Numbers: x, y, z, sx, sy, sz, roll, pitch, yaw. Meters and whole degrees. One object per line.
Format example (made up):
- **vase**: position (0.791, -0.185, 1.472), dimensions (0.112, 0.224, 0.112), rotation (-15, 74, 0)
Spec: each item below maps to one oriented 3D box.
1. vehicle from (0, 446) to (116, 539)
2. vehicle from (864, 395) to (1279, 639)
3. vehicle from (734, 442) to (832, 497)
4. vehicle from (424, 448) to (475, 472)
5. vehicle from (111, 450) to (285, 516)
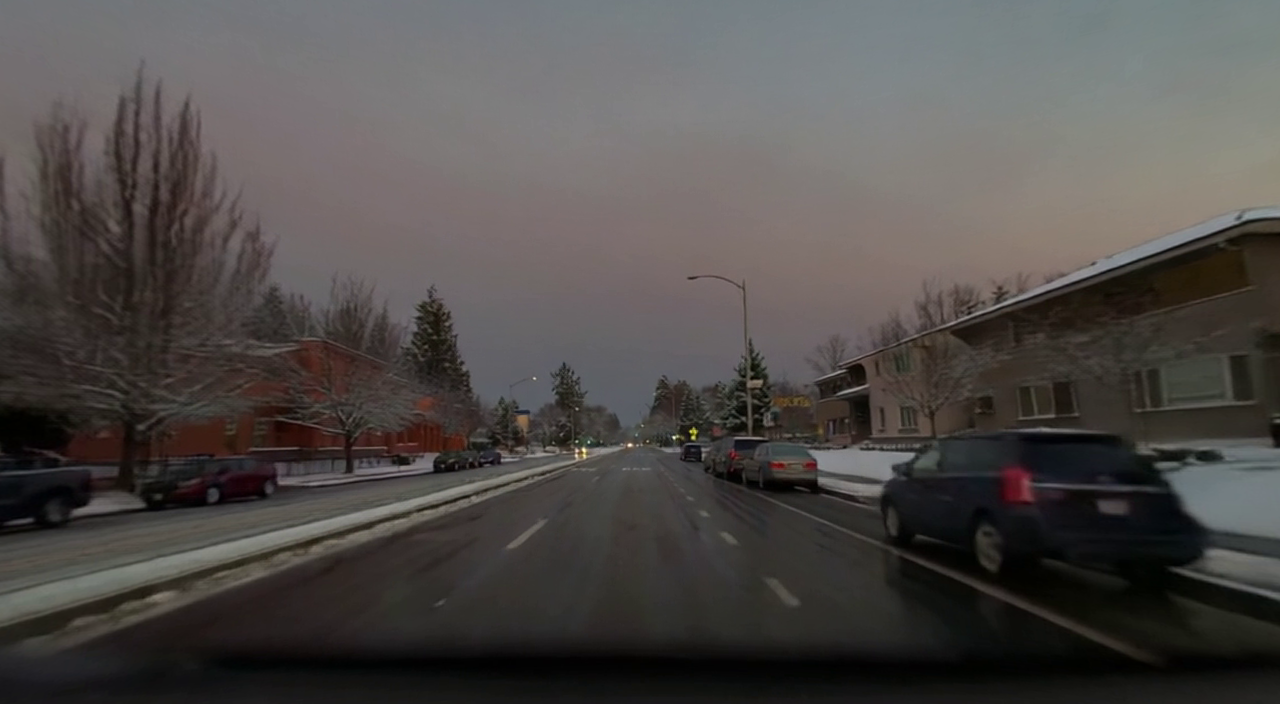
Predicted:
- **vehicle**: position (-13.496, 2.818, 12.445), dimensions (2.220, 1.747, 4.980), rotation (-3, -8, -2)
- **vehicle**: position (4.309, 1.521, 6.912), dimensions (1.994, 1.725, 4.676), rotation (0, -8, 0)
- **vehicle**: position (4.183, 3.495, 19.238), dimensions (1.845, 1.443, 4.531), rotation (0, -8, -1)
- **vehicle**: position (-13.913, 7.896, 46.496), dimensions (2.163, 1.641, 4.875), rotation (0, -8, 0)
- **vehicle**: position (-13.738, 4.038, 20.118), dimensions (2.239, 1.645, 4.700), rotation (-3, -8, -1)
